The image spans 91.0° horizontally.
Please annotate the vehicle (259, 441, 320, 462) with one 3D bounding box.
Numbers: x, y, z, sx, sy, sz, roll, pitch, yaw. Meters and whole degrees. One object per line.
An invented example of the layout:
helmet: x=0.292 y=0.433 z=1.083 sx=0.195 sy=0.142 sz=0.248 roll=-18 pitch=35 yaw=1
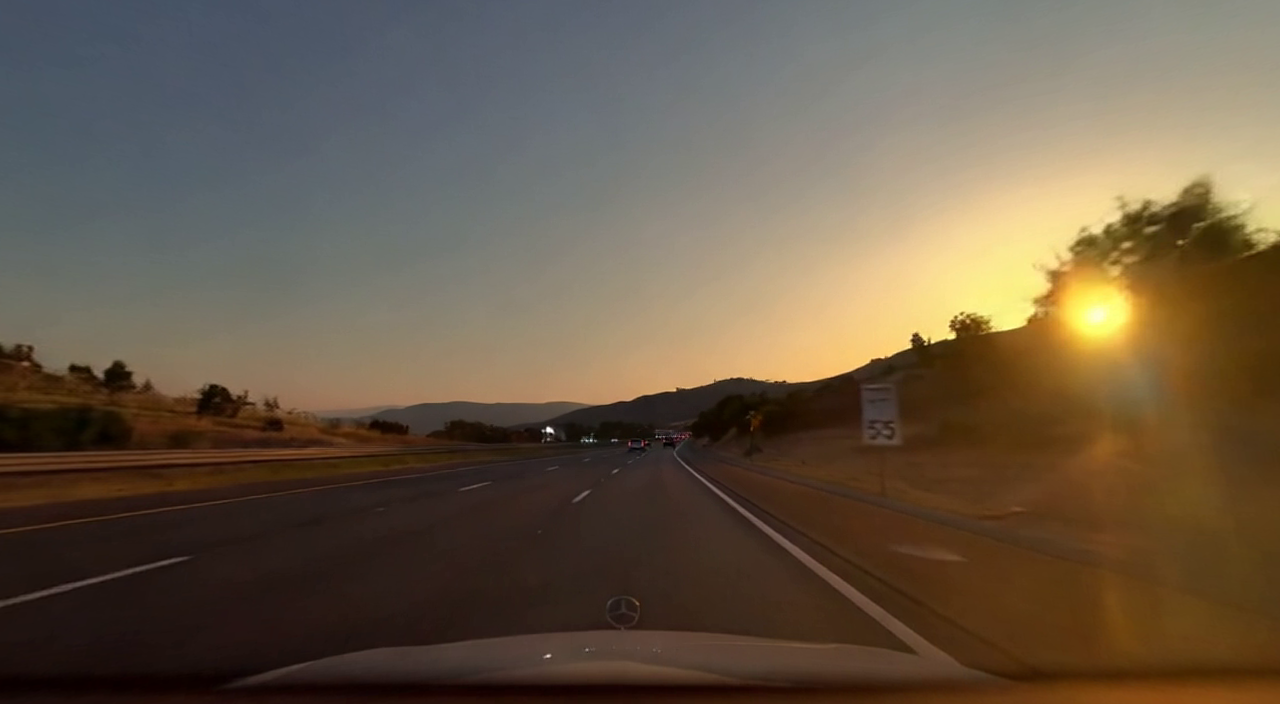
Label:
vehicle: x=-27.185 y=7.726 z=49.008 sx=1.857 sy=1.509 sz=4.825 roll=0 pitch=-9 yaw=2
